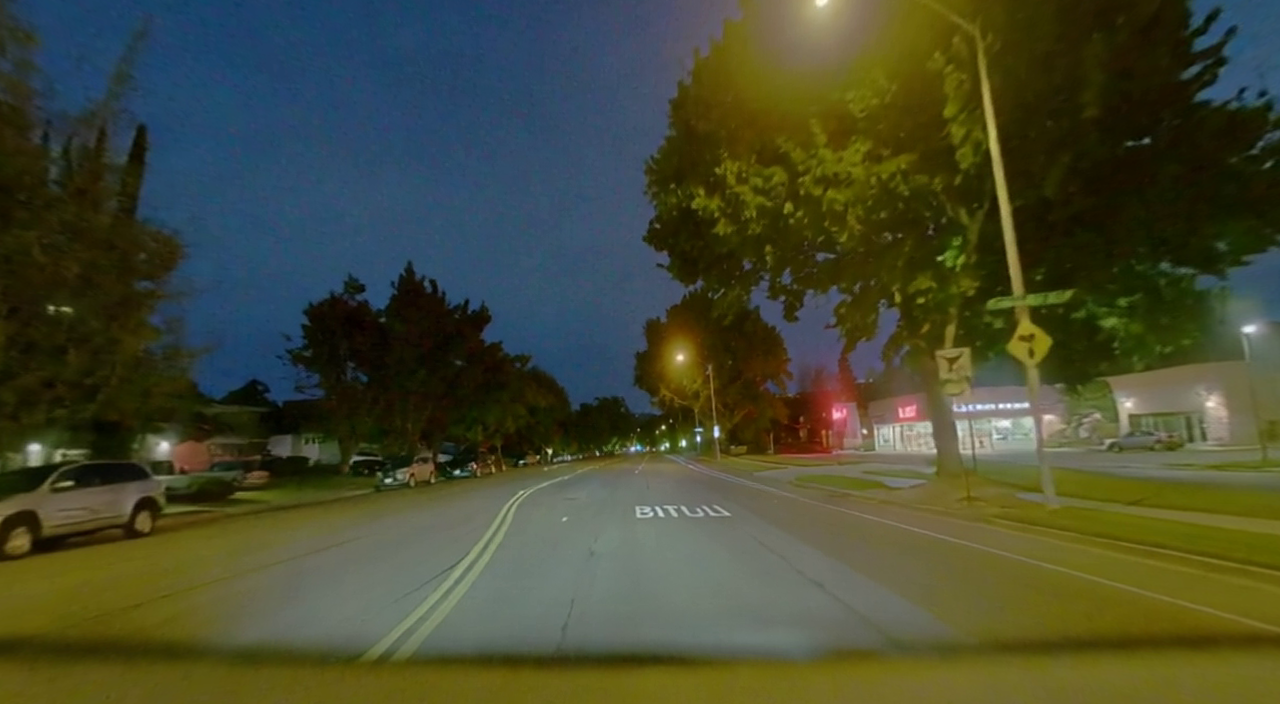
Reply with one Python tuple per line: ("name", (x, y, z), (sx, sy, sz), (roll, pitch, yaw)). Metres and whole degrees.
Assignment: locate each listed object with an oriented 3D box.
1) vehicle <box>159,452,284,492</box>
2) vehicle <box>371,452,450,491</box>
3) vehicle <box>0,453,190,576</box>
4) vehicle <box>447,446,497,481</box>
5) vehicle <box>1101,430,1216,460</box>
("vehicle", (-21.235, 6.068, 32.337), (2.079, 1.877, 4.862), (-4, -10, 21))
("vehicle", (-11.026, 5.754, 30.743), (1.950, 1.720, 4.868), (-1, -9, 1))
("vehicle", (-11.023, 2.816, 11.383), (2.135, 1.802, 4.910), (-2, -8, 1))
("vehicle", (-10.888, 7.225, 41.241), (2.015, 1.884, 4.488), (-6, -9, -2))
("vehicle", (30.935, 5.609, 37.889), (1.960, 1.670, 4.863), (4, -10, -25))
